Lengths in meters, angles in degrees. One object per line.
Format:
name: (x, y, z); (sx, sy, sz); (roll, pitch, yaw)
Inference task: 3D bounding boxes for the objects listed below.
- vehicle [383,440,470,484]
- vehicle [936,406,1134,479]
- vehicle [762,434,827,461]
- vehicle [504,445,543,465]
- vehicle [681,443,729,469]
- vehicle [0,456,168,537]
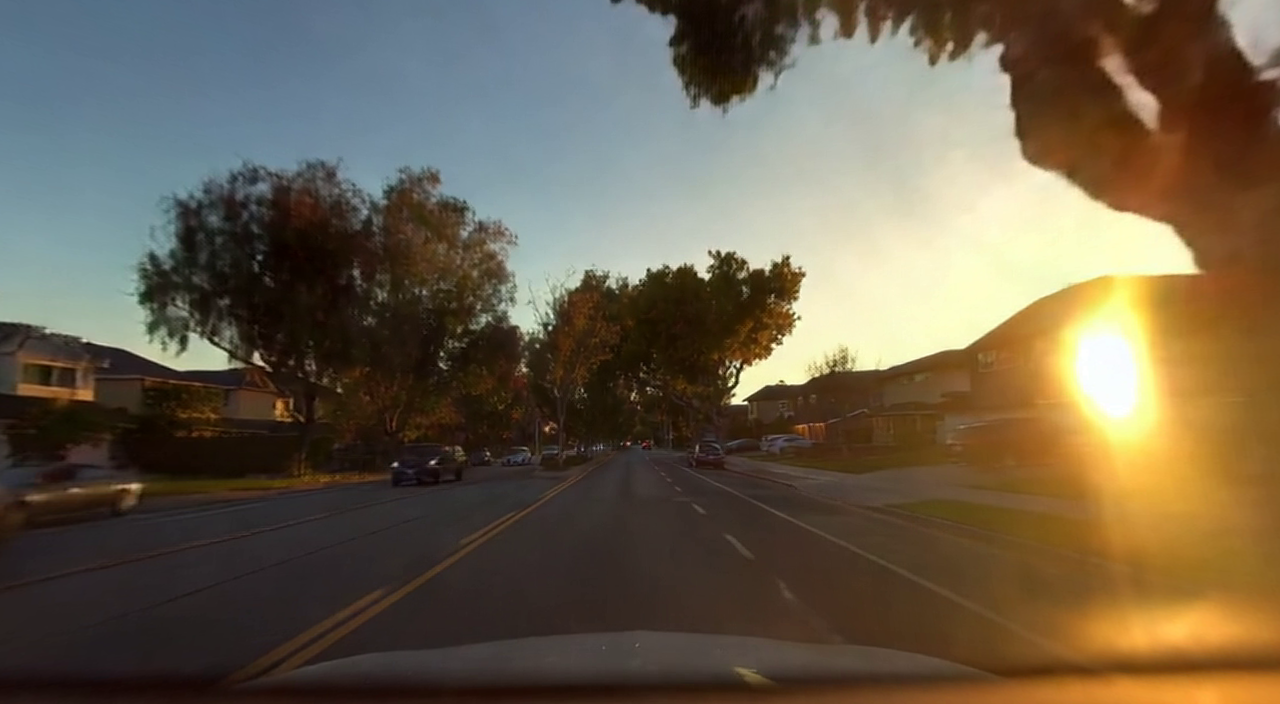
vehicle: (-8.683, 4.481, 26.149); (2.030, 1.632, 4.520); (0, -8, 0)
vehicle: (11.940, 2.772, 19.353); (4.625, 1.711, 1.910); (-5, -8, 0)
vehicle: (10.871, 6.714, 44.550); (3.999, 1.599, 1.819); (-4, -8, 0)
vehicle: (-8.835, 7.800, 48.185); (1.986, 1.442, 4.602); (0, -8, 1)
vehicle: (3.793, 6.155, 37.578); (1.946, 1.431, 4.695); (1, -8, -5)
vehicle: (-13.320, 3.144, 14.301); (1.850, 1.472, 4.511); (0, -8, -1)
